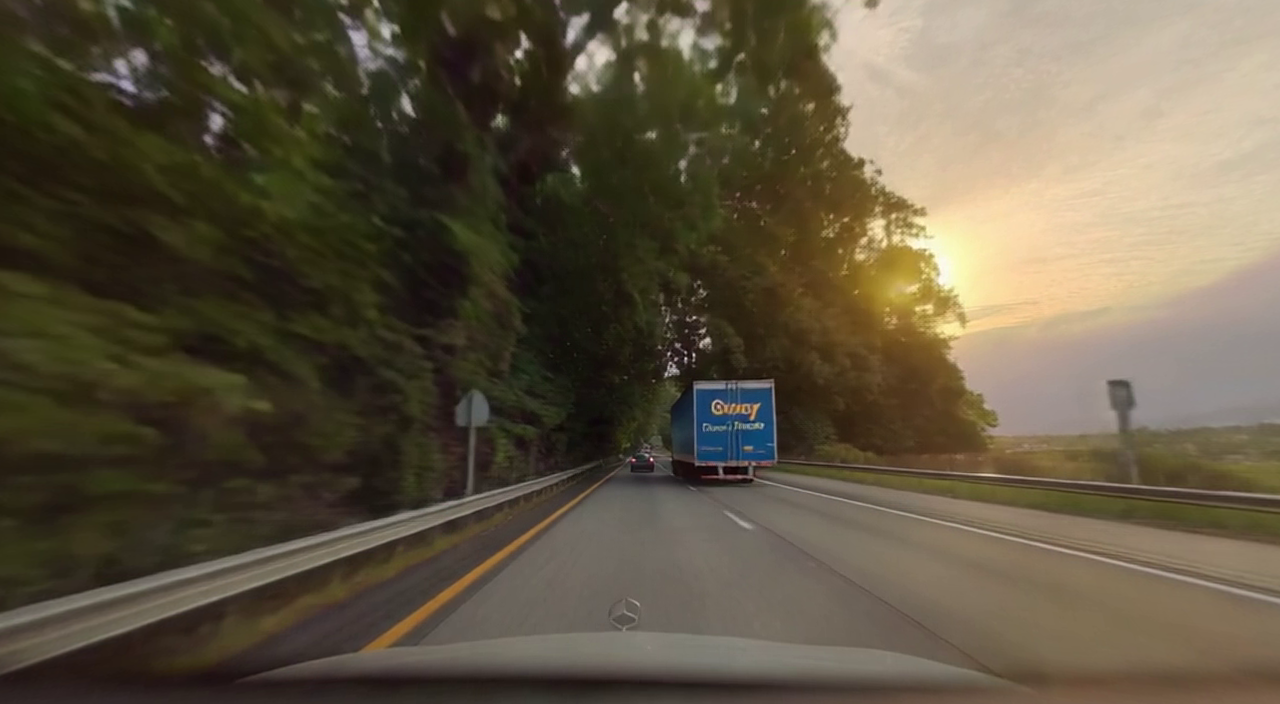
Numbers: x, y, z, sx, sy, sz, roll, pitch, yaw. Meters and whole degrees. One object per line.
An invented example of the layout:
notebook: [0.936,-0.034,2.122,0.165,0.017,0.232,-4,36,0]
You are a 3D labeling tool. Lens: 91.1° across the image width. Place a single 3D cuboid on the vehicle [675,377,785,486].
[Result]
vehicle: [3.711,3.874,29.512,3.440,4.090,11.380,-1,-9,0]
